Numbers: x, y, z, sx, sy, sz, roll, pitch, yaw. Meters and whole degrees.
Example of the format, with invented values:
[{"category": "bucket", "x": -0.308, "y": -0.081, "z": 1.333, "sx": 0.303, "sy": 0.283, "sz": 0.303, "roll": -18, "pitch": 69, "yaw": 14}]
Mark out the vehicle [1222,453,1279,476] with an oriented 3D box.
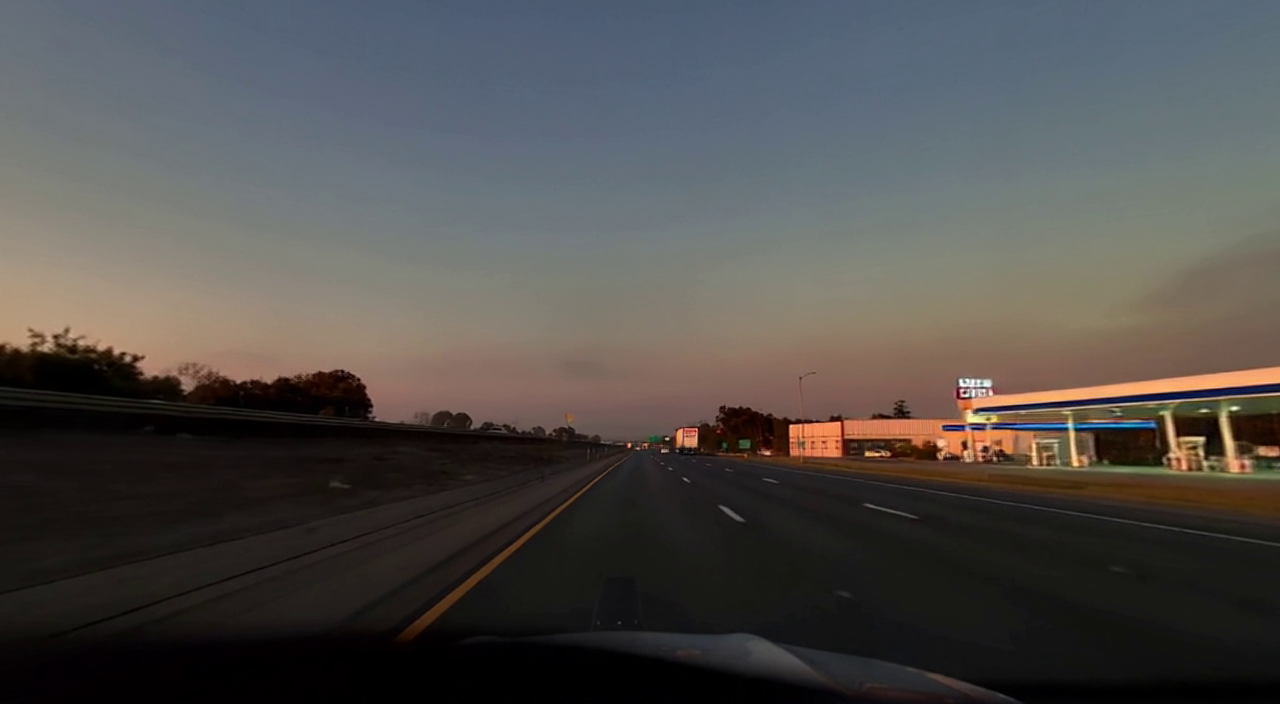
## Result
[{"category": "vehicle", "x": 43.494, "y": 7.740, "z": 43.679, "sx": 1.820, "sy": 1.466, "sz": 4.874, "roll": 0, "pitch": -8, "yaw": 1}]
